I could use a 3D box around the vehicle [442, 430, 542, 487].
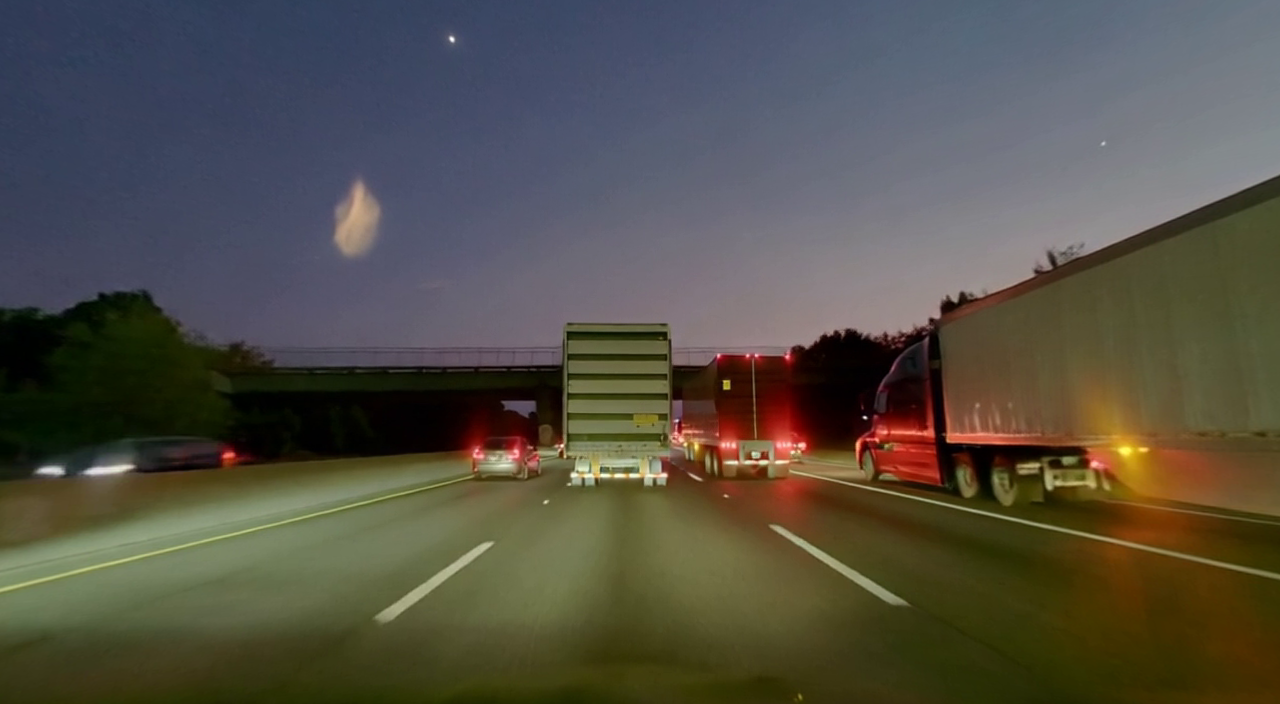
[{"bbox_3d":[-4.189,3.049,18.488,2.049,1.483,3.786,0,-8,0],"label":"vehicle"}]

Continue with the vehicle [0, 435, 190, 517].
[{"bbox_3d":[-11.932,2.506,13.382,1.818,1.452,3.990,0,-8,-1],"label":"vehicle"}]

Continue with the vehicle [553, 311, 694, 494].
[{"bbox_3d":[-0.576,1.816,19.360,3.090,4.065,10.702,0,-8,-2],"label":"vehicle"}]

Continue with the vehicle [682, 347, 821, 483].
[{"bbox_3d":[3.538,2.548,23.693,2.817,3.886,11.491,0,-8,-2],"label":"vehicle"}]

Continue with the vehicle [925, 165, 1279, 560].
[{"bbox_3d":[8.199,0.281,7.872,3.000,4.114,13.063,0,-8,-1],"label":"vehicle"}]
